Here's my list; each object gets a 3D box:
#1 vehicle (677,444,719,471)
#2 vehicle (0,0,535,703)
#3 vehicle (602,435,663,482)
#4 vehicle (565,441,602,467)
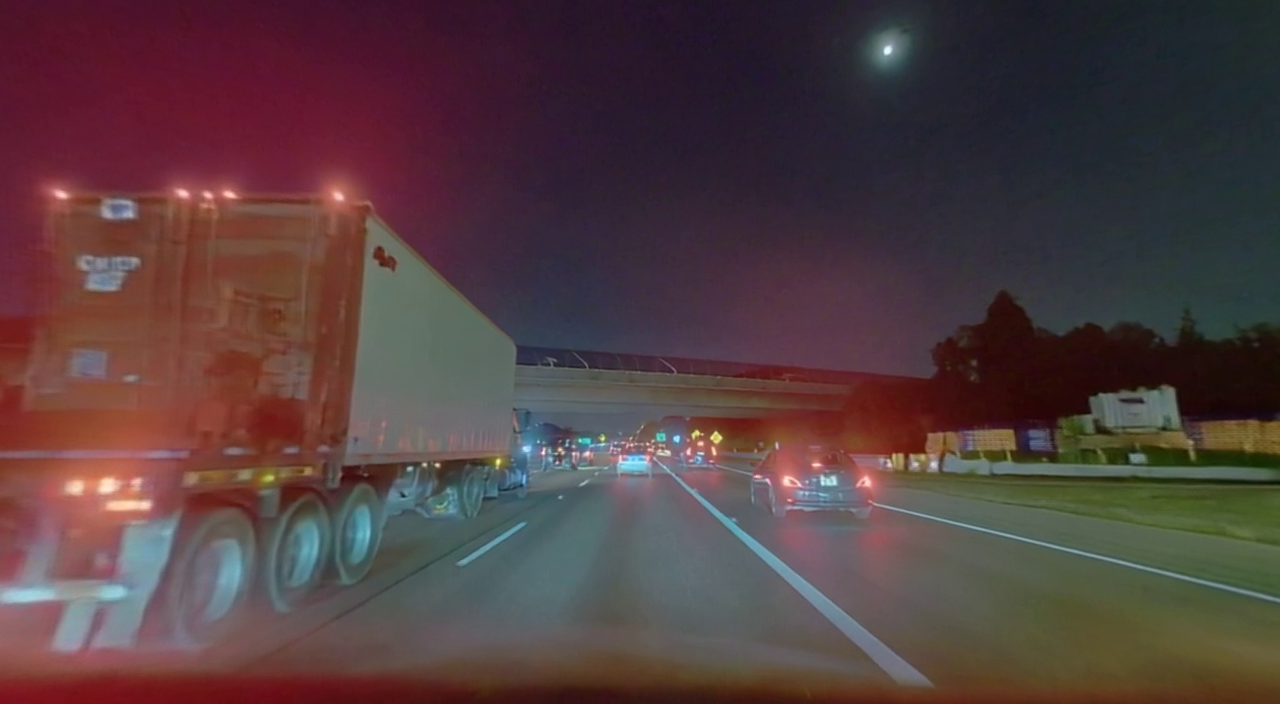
[{"bbox_3d":[3.322,6.096,36.752,2.003,1.465,4.092,0,-8,-1],"label":"vehicle"},{"bbox_3d":[-3.704,0.764,7.099,3.075,3.276,11.073,0,-8,0],"label":"vehicle"},{"bbox_3d":[-0.274,4.246,25.370,2.270,1.696,4.061,0,-8,0],"label":"vehicle"},{"bbox_3d":[-3.860,7.071,43.876,2.124,1.639,4.344,0,-8,1],"label":"vehicle"}]
